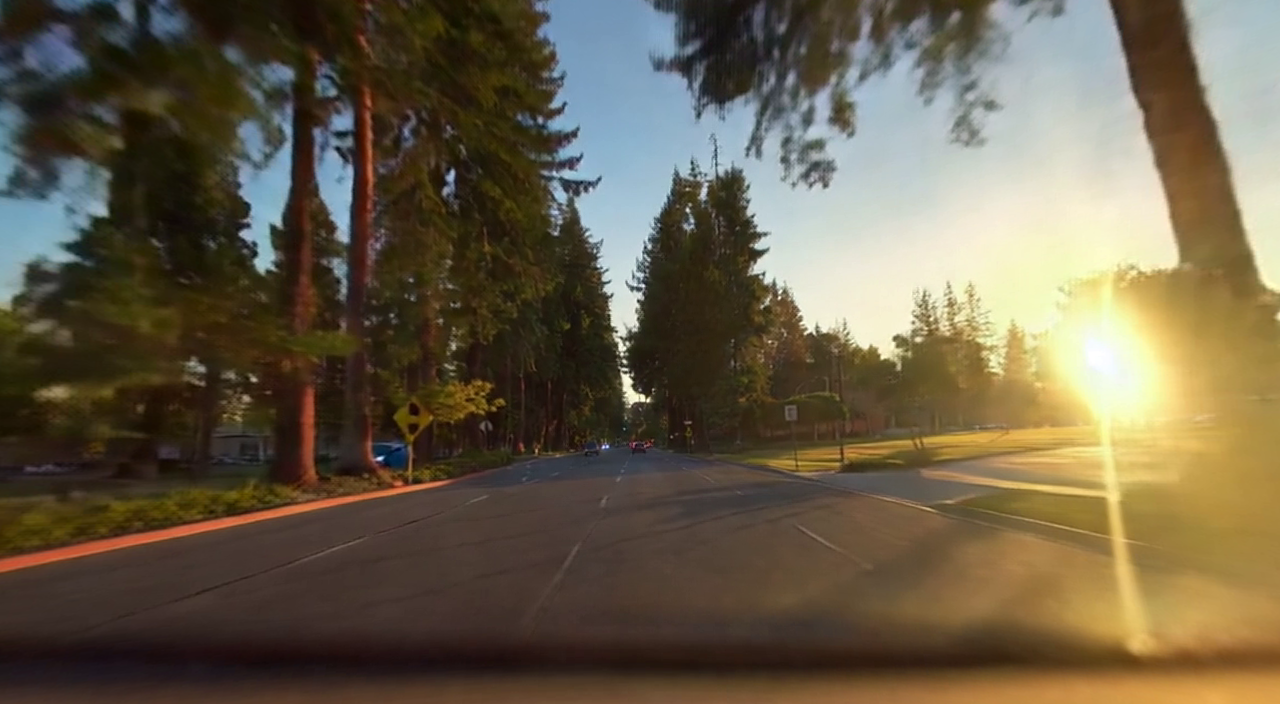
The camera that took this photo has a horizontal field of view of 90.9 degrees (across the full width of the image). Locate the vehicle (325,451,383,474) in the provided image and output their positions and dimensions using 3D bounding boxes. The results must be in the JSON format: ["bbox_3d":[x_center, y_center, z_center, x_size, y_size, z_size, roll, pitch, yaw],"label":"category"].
[{"bbox_3d":[-19.705,7.600,43.628,1.863,1.486,4.500,0,-8,0],"label":"vehicle"}]
